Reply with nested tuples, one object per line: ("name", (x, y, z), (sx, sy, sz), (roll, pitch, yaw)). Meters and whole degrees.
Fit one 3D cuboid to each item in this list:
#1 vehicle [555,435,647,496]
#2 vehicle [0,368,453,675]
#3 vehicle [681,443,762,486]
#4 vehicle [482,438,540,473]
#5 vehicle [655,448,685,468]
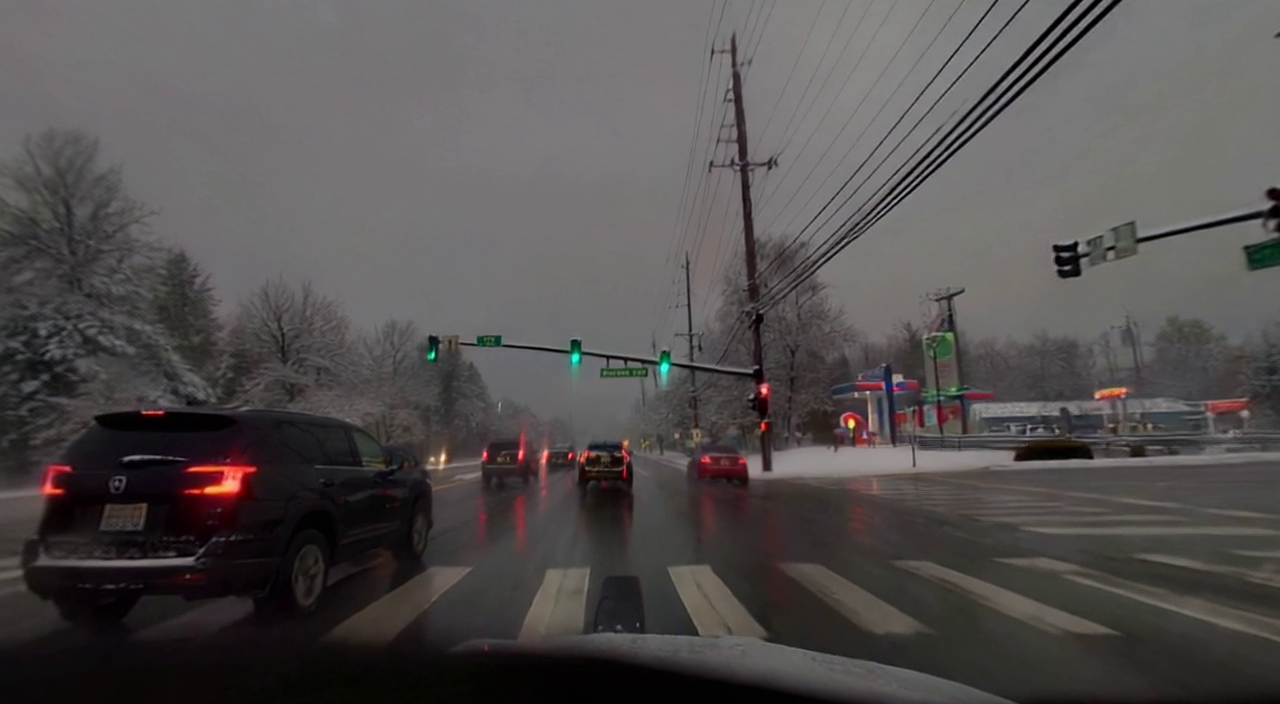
("vehicle", (-0.987, 3.026, 17.246), (2.189, 1.437, 4.135), (0, -8, -2))
("vehicle", (-3.324, 1.239, 5.738), (1.922, 1.642, 4.547), (0, -8, -1))
("vehicle", (2.658, 3.785, 21.605), (2.065, 1.302, 4.416), (0, -8, -2))
("vehicle", (-7.511, 6.086, 37.347), (2.385, 1.918, 5.056), (0, -8, 0))
("vehicle", (2.310, 8.334, 49.868), (2.069, 1.464, 4.599), (0, -8, -1))
